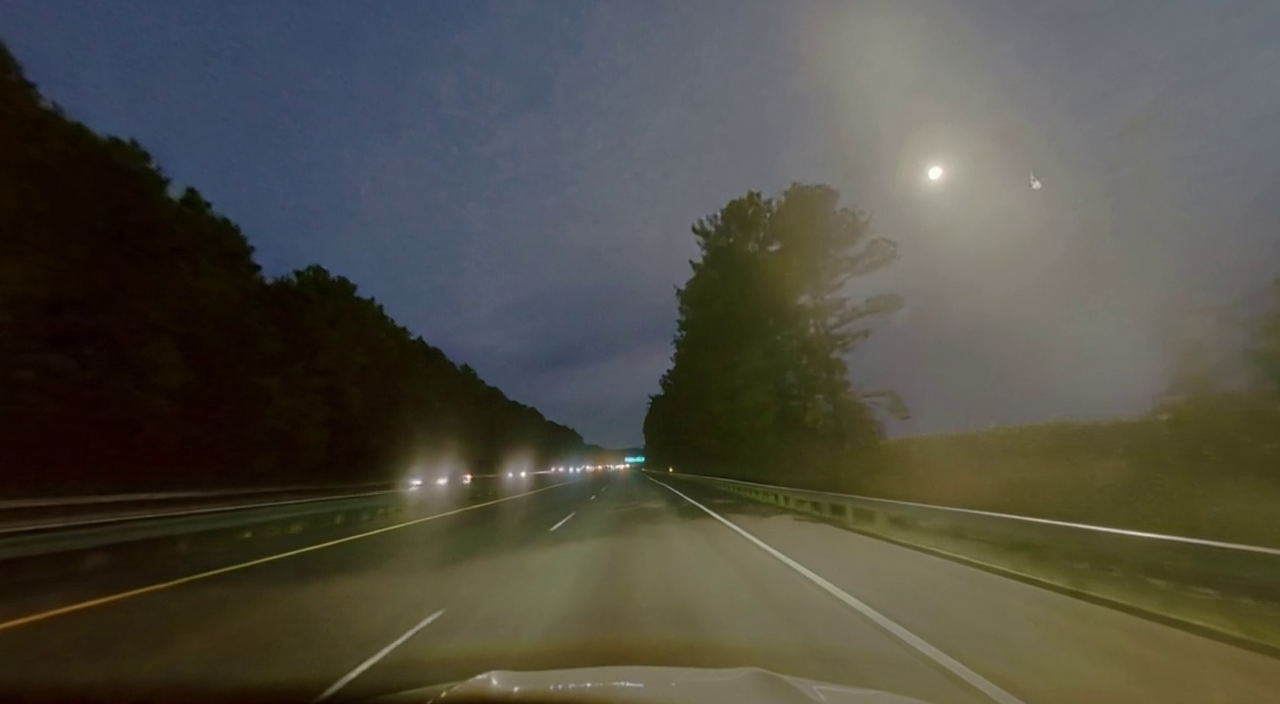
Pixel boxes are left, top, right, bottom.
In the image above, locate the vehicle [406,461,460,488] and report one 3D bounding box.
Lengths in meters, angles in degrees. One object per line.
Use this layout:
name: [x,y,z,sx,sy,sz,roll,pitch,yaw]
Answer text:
vehicle: [-12.794,7.618,39.176,1.897,1.530,4.027,1,-10,0]
